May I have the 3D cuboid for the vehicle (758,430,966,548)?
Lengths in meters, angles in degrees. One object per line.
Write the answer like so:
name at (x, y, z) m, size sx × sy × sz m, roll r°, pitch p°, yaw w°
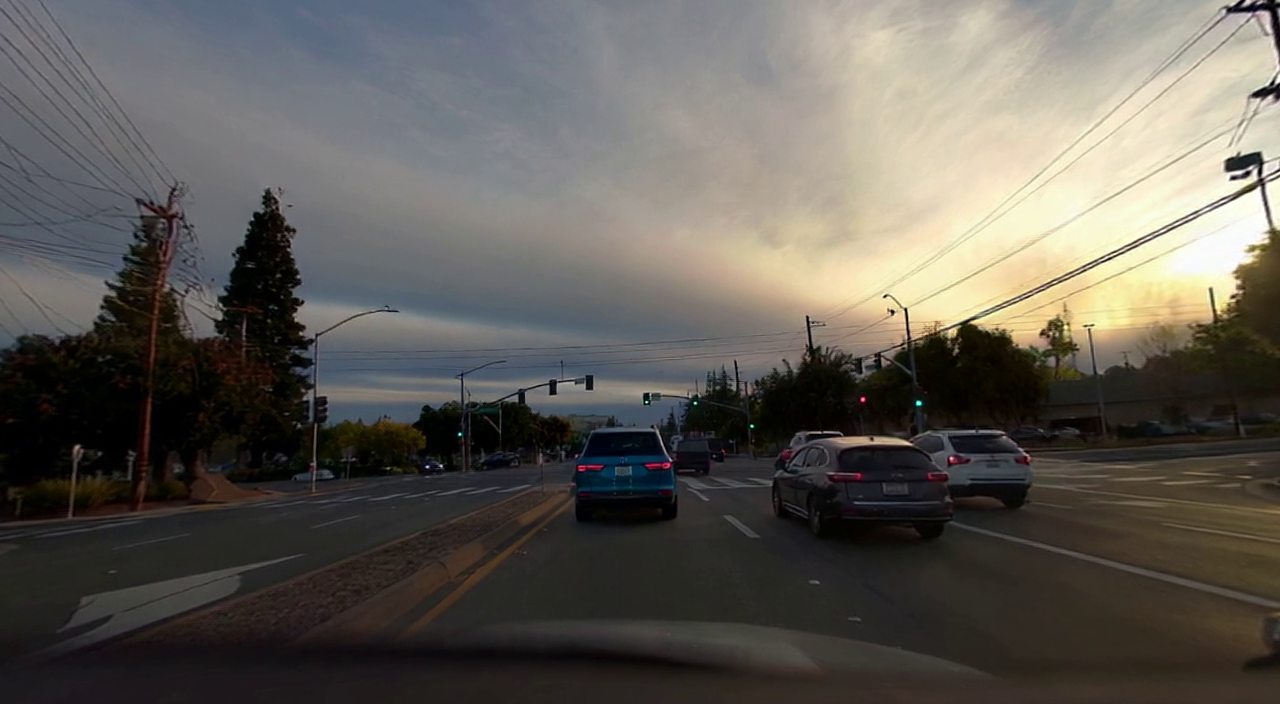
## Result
vehicle at (3.422, 2.187, 10.799) m, size 1.880 × 1.579 × 4.401 m, roll 0°, pitch -9°, yaw -1°

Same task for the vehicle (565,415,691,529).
vehicle at (-0.266, 2.463, 13.454) m, size 2.231 × 1.998 × 4.254 m, roll 0°, pitch -9°, yaw -1°

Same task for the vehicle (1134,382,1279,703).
vehicle at (3.277, 0.639, 0.732) m, size 1.889 × 1.517 × 4.308 m, roll 0°, pitch -9°, yaw 0°

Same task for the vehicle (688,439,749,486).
vehicle at (3.155, 4.510, 26.085) m, size 1.915 × 1.765 × 4.047 m, roll 0°, pitch -9°, yaw -1°

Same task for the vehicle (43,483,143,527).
vehicle at (-26.520, 7.403, 30.603) m, size 4.526 × 1.715 × 1.989 m, roll -10°, pitch -13°, yaw 26°
